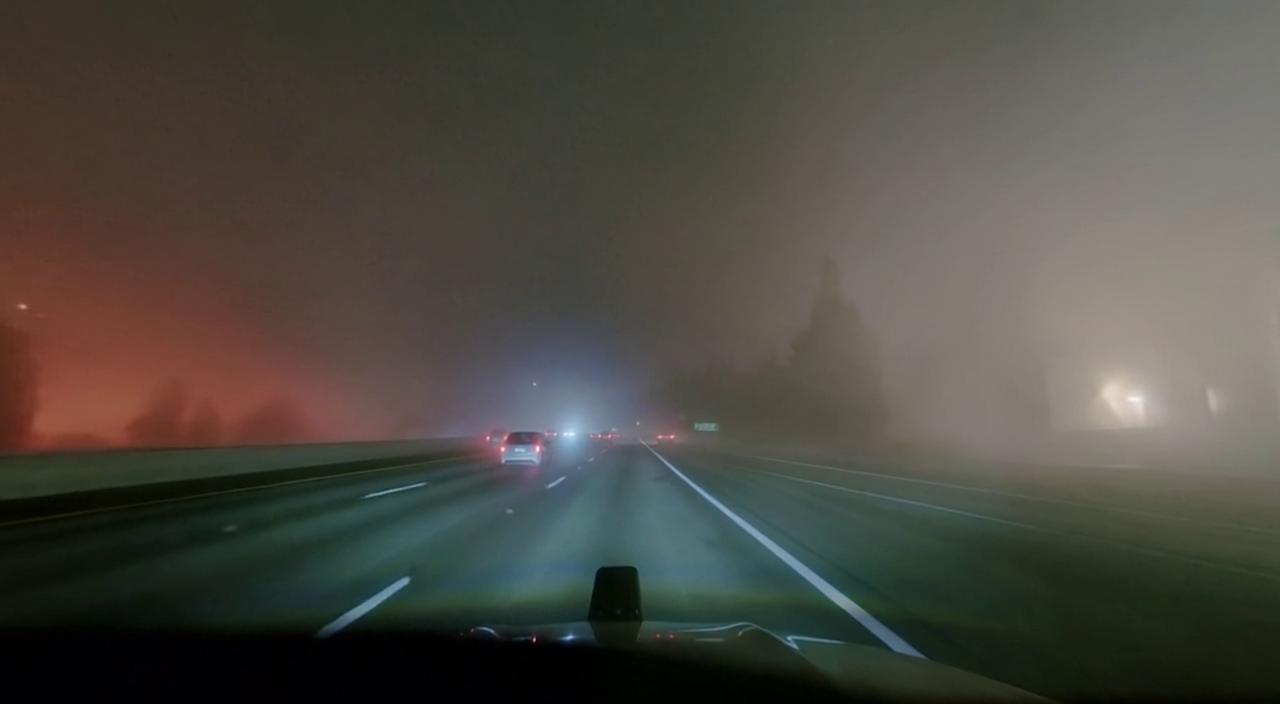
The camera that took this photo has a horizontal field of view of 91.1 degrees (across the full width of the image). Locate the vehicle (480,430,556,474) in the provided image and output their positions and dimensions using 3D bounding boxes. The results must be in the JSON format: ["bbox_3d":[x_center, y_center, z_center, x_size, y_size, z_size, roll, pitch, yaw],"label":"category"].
[{"bbox_3d":[-4.506,3.750,23.894,1.996,1.490,4.571,0,-8,0],"label":"vehicle"}]
